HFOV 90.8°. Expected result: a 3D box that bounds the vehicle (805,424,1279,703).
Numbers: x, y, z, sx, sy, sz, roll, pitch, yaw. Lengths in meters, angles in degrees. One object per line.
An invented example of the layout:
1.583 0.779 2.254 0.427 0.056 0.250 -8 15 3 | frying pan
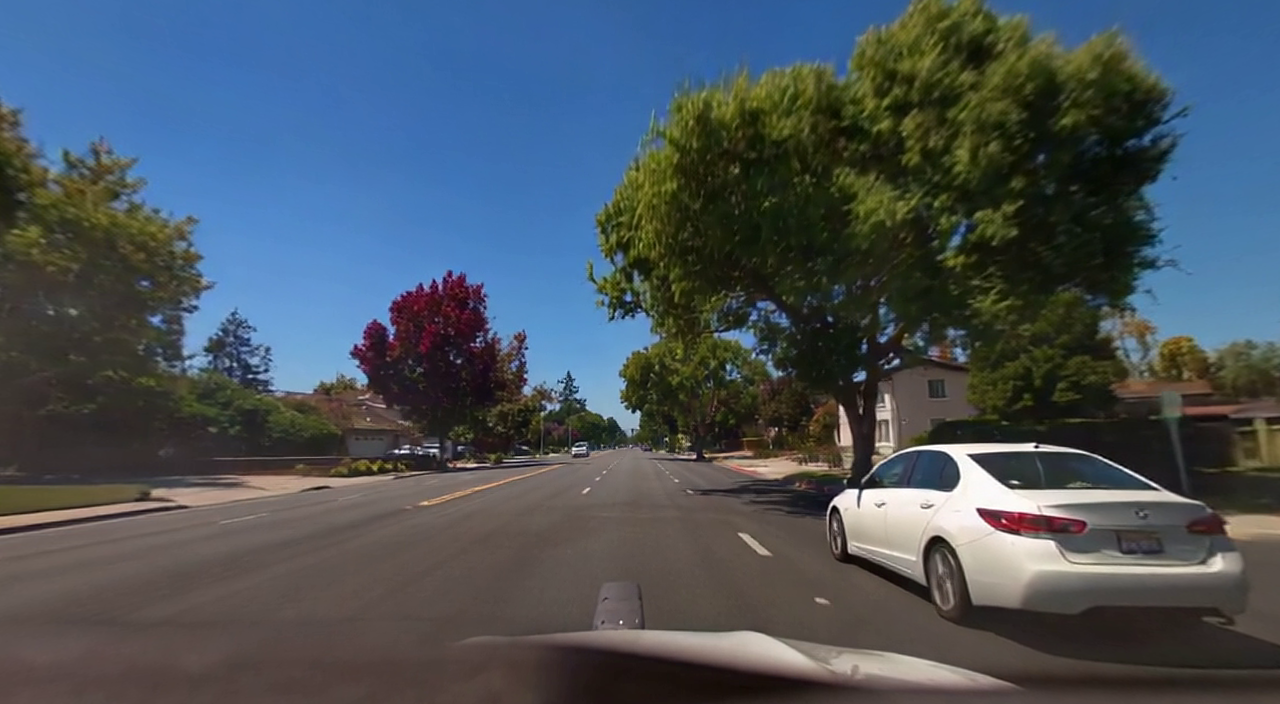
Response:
3.094 1.471 5.590 2.057 1.493 4.225 0 -9 -1 | vehicle
